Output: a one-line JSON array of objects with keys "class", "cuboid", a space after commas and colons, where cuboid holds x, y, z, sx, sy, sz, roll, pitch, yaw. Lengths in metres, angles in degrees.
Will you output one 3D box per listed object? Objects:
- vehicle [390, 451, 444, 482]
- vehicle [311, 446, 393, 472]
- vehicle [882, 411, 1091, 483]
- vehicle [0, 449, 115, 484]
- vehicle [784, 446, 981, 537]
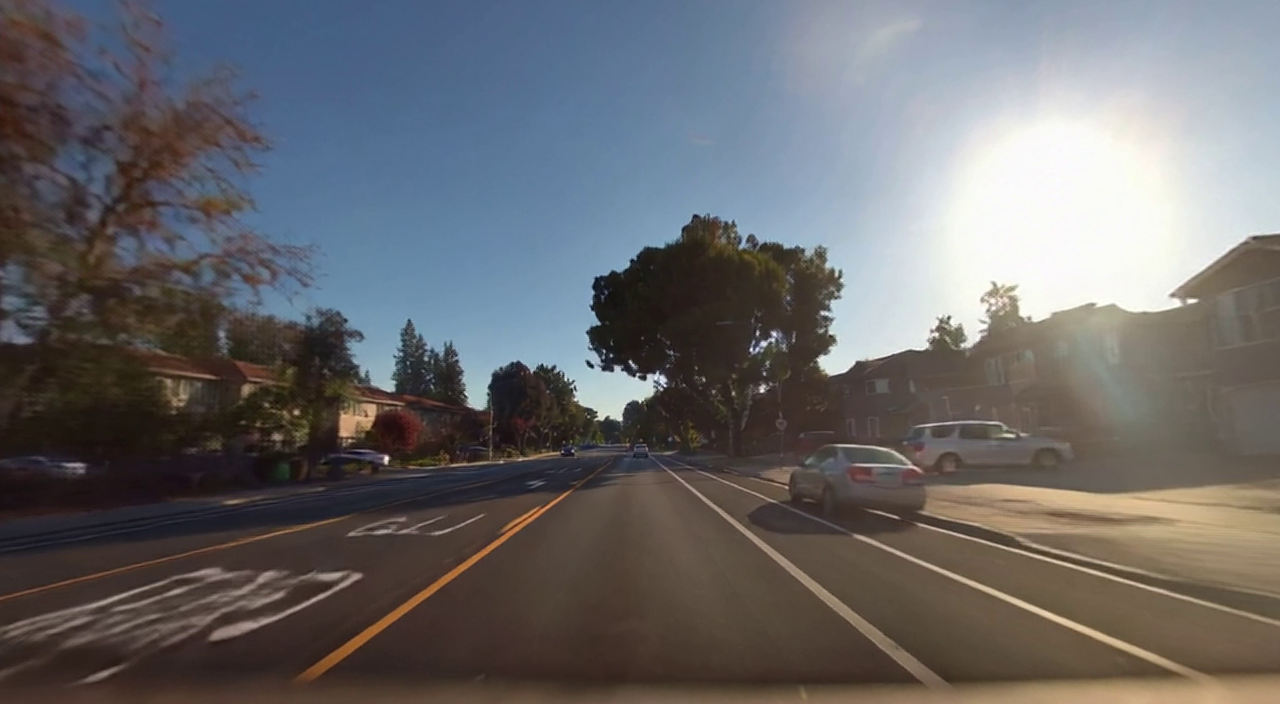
[{"class": "vehicle", "cuboid": [-13.025, 6.689, 36.998, 1.791, 1.552, 3.919, -3, -8, 0]}, {"class": "vehicle", "cuboid": [-19.718, 7.317, 43.280, 4.661, 1.726, 1.978, 0, -9, -4]}, {"class": "vehicle", "cuboid": [10.241, 2.908, 19.288, 2.160, 1.847, 5.442, 3, -9, -20]}, {"class": "vehicle", "cuboid": [-26.995, 5.152, 28.501, 4.601, 1.496, 1.991, 0, -8, 0]}, {"class": "vehicle", "cuboid": [4.580, 2.676, 12.898, 1.980, 1.465, 4.970, 0, -8, -1]}]
